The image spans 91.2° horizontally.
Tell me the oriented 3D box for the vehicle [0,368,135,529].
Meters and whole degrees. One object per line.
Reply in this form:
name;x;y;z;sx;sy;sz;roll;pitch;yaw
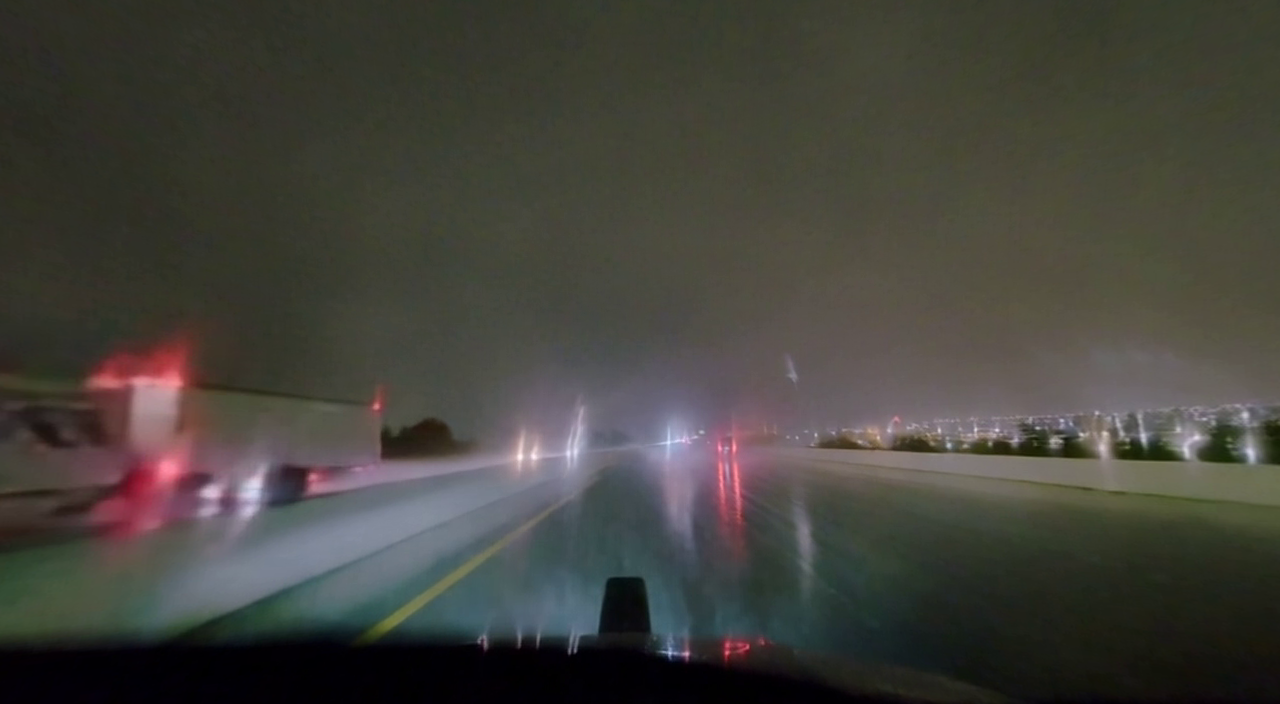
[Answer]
vehicle;-17.280;2.189;14.114;2.968;3.924;10.428;0;-9;1

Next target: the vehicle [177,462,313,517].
vehicle;-12.729;4.429;20.574;1.834;1.504;3.952;0;-9;1
